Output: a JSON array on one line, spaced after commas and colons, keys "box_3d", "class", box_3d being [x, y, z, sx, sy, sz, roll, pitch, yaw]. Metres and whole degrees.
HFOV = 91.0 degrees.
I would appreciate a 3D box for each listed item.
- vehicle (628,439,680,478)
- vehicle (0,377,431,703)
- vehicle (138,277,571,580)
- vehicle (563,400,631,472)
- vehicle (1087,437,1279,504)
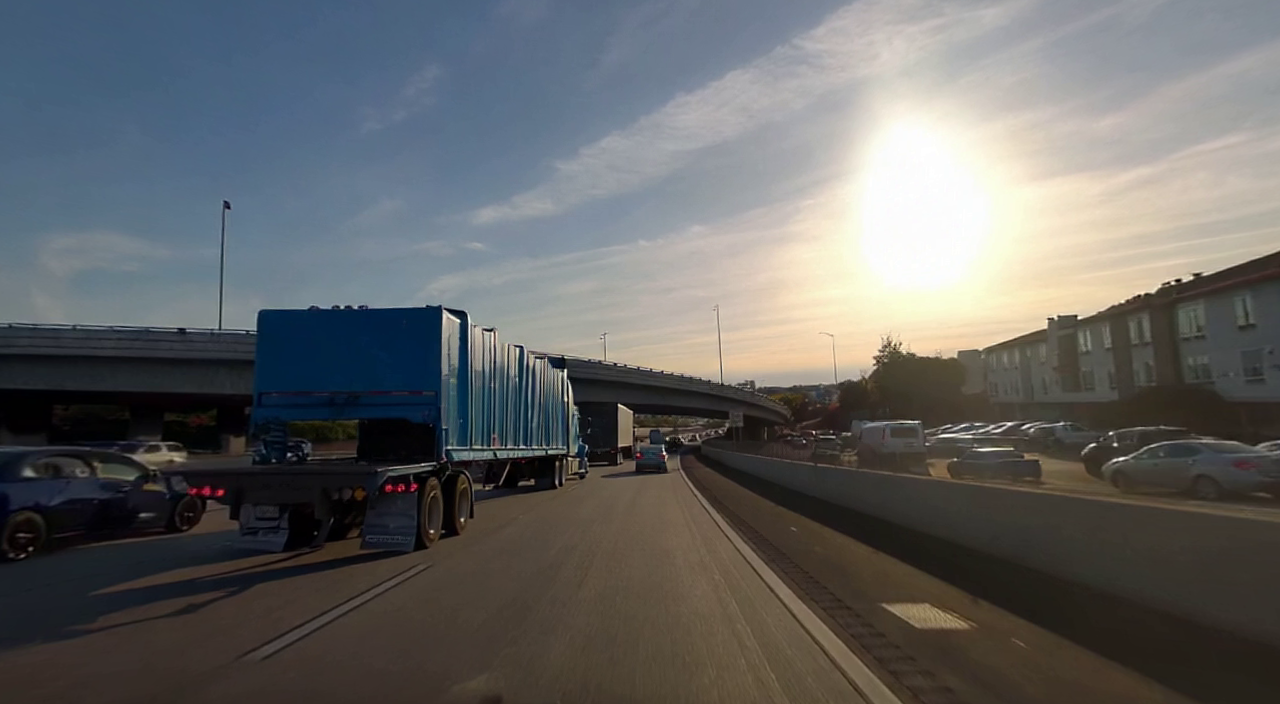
[{"box_3d": [0.670, 4.787, 28.485, 2.178, 1.640, 4.071, -1, -9, 2], "class": "vehicle"}, {"box_3d": [-3.846, 1.266, 5.277, 2.896, 1.779, 3.441, 0, -8, 2], "class": "vehicle"}, {"box_3d": [-3.522, 1.461, 11.311, 3.020, 3.192, 9.194, -1, -9, 3], "class": "vehicle"}, {"box_3d": [-2.408, 5.303, 39.196, 3.073, 3.894, 9.782, -1, -9, 3], "class": "vehicle"}, {"box_3d": [14.121, 2.987, 16.323, 1.873, 1.491, 4.413, 0, -9, 2], "class": "vehicle"}]
